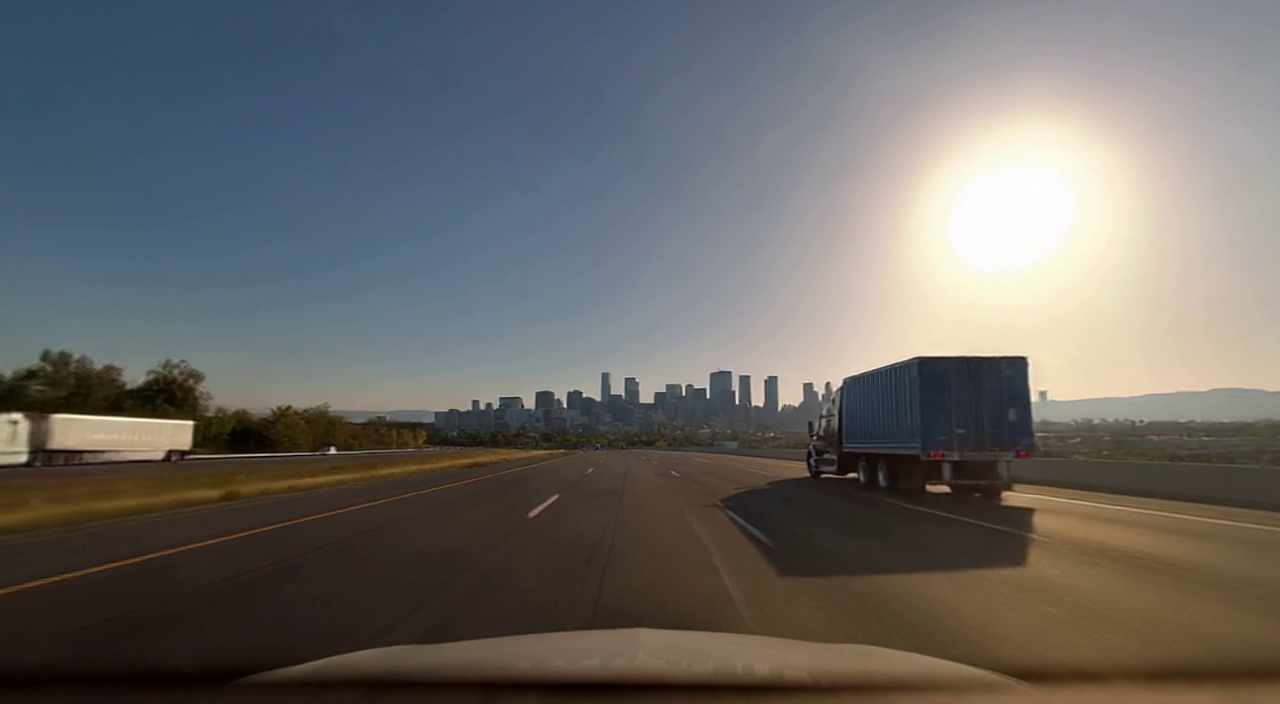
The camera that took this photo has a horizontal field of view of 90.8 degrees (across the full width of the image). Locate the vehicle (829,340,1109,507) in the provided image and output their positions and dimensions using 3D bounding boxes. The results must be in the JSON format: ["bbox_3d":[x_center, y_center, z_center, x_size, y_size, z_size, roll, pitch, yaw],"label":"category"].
[{"bbox_3d":[7.057,1.819,15.158,2.627,3.011,7.287,0,-9,-1],"label":"vehicle"}]
